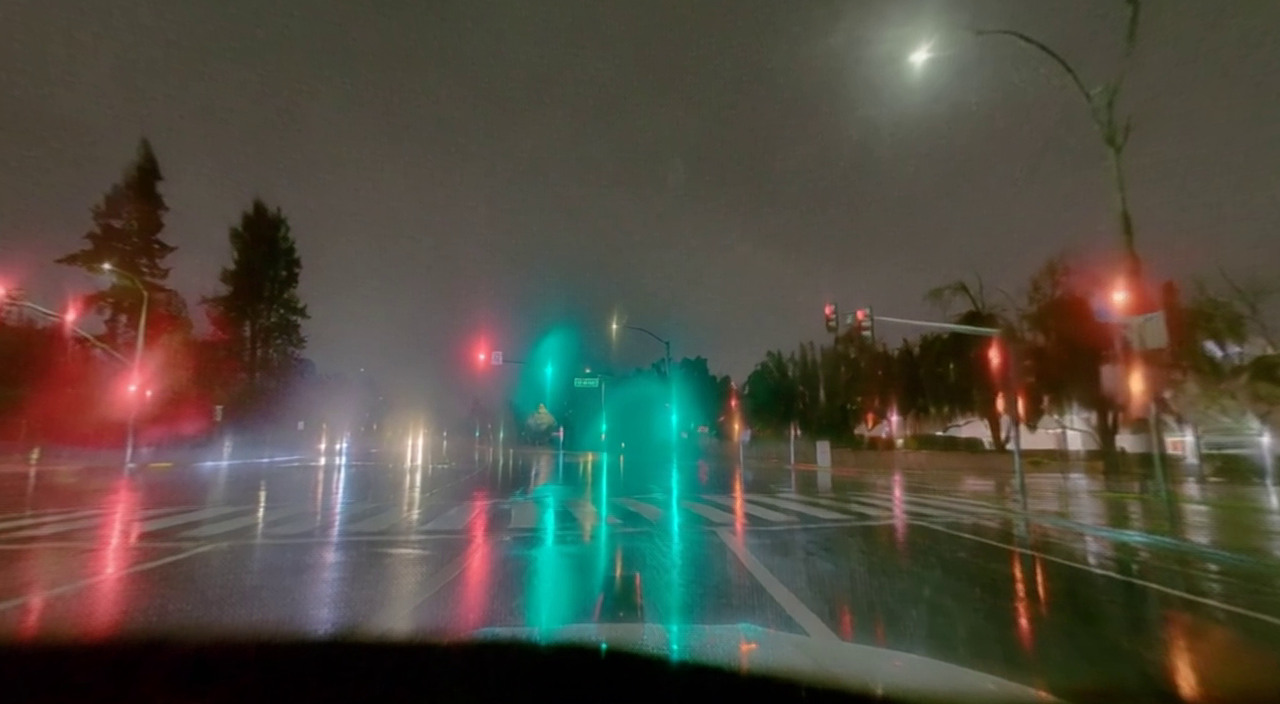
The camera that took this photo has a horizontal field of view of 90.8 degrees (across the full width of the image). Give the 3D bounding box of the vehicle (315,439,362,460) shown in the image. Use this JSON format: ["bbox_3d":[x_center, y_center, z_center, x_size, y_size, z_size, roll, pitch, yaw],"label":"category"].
[{"bbox_3d":[-21.966,7.099,46.203,1.918,1.432,4.433,1,-9,-10],"label":"vehicle"}]
